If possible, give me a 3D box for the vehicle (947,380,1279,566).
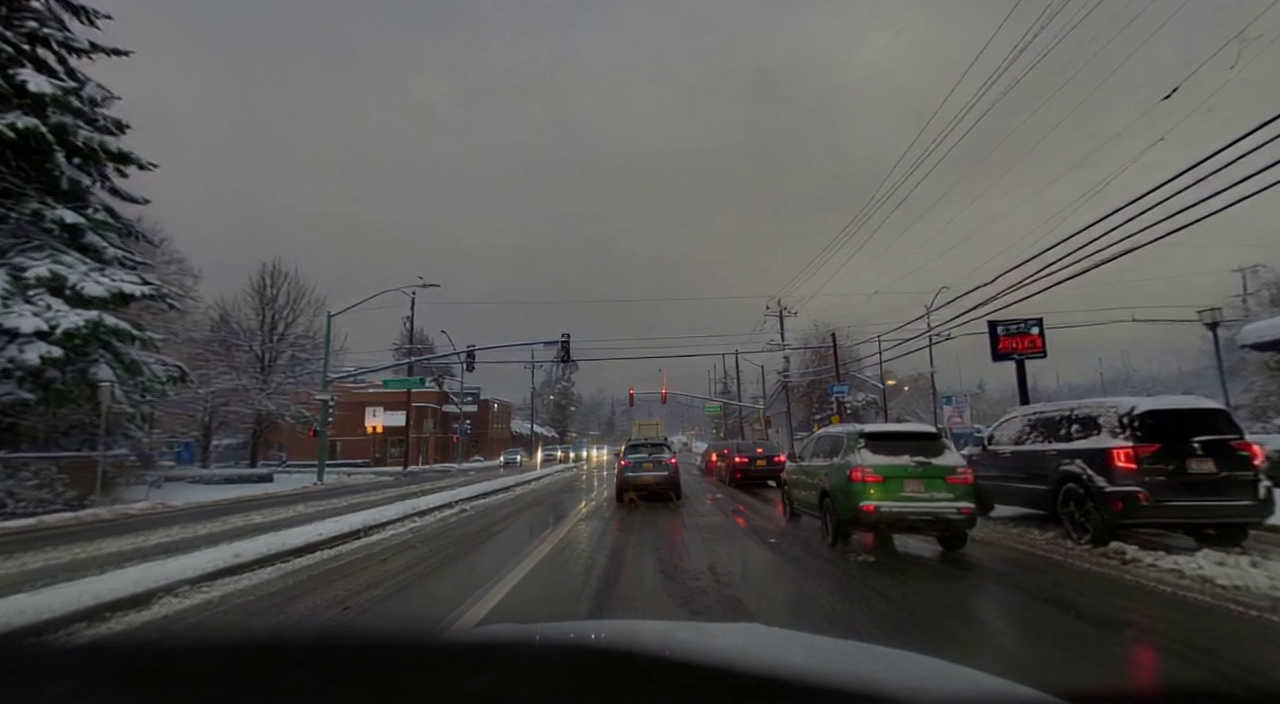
[{"bbox_3d":[6.673,1.618,9.071,2.080,1.958,4.653,0,-9,-1],"label":"vehicle"}]

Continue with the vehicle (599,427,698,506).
[{"bbox_3d":[0.182,2.777,15.692,2.149,1.668,3.962,0,-9,0],"label":"vehicle"}]

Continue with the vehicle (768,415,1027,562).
[{"bbox_3d":[3.298,1.837,9.212,1.998,1.620,4.267,0,-9,1],"label":"vehicle"}]

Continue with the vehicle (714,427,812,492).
[{"bbox_3d":[3.697,3.344,20.021,2.060,1.789,4.712,0,-9,-1],"label":"vehicle"}]
